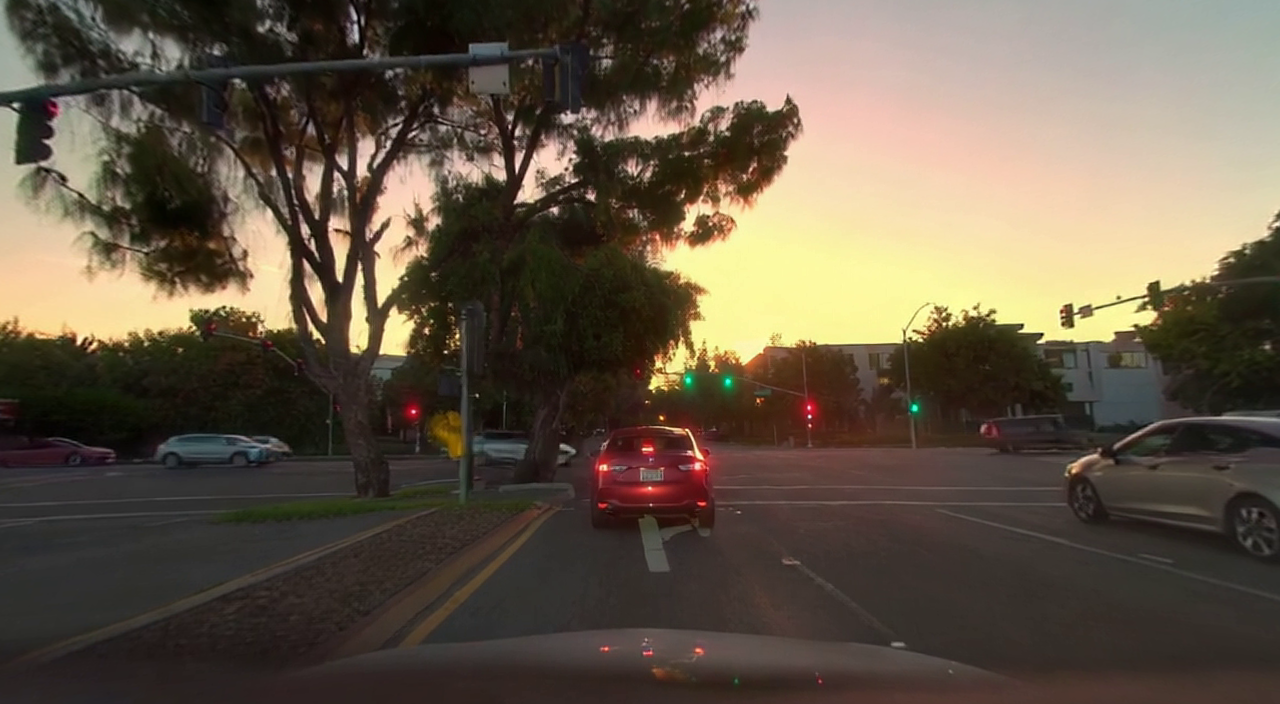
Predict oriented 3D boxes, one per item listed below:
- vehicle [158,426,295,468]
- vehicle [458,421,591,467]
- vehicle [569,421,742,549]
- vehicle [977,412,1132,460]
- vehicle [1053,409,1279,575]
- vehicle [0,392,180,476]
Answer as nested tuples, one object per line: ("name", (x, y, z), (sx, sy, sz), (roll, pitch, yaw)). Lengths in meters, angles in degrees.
("vehicle", (-18.853, 4.357, 28.935), (4.833, 1.784, 2.027), (0, -8, 1))
("vehicle", (-4.519, 3.699, 25.340), (4.921, 1.757, 2.036), (-1, -8, 1))
("vehicle", (0.133, 1.851, 9.416), (2.041, 1.485, 3.813), (0, -8, -1))
("vehicle", (16.581, 3.386, 25.440), (4.786, 1.803, 1.967), (0, -8, 0))
("vehicle", (7.093, 1.497, 7.125), (1.901, 1.577, 4.348), (0, -8, 0))
("vehicle", (-24.971, 3.320, 25.409), (10.544, 3.126, 2.909), (0, -8, 1))
